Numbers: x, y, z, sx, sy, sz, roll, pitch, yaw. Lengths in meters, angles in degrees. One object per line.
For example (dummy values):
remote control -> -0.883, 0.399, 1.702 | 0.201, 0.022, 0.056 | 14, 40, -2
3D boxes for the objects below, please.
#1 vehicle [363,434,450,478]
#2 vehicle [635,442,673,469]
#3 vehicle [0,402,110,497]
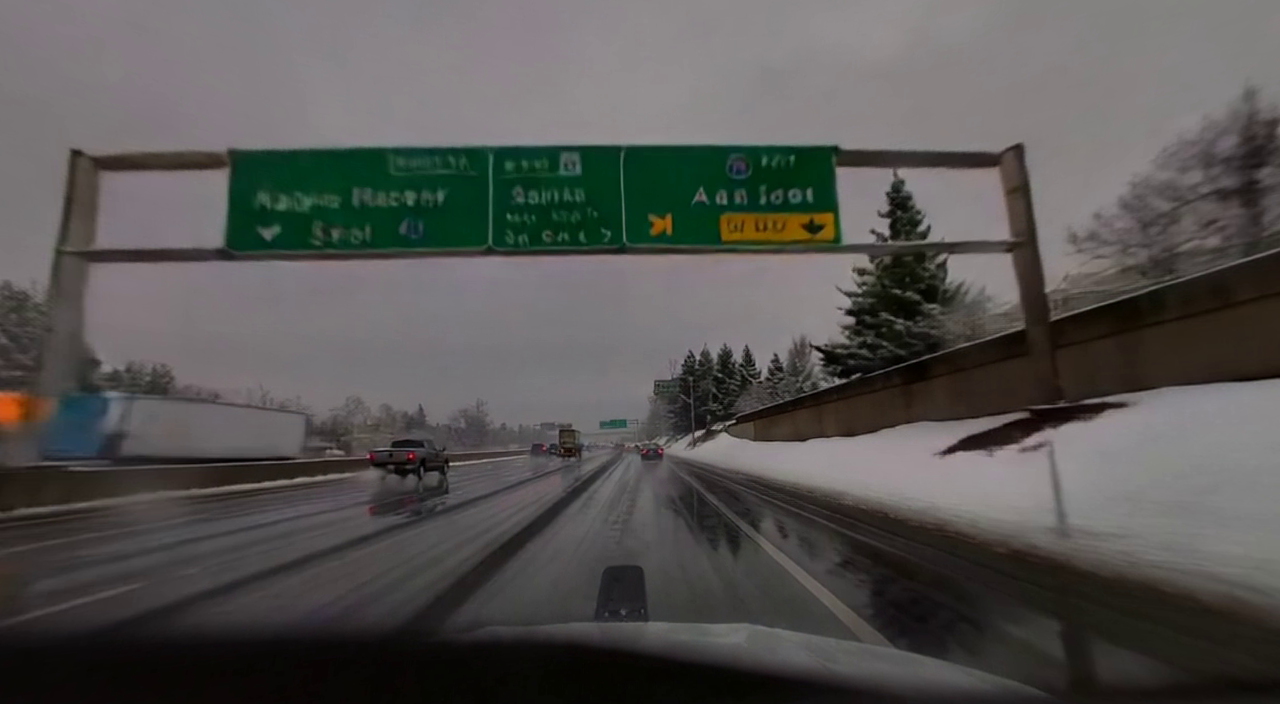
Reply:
vehicle -> -10.567, 4.725, 29.037 | 2.246, 1.812, 4.740 | 0, -8, -1
vehicle -> 0.812, 6.117, 37.454 | 2.137, 1.461, 3.999 | -1, -8, 1
vehicle -> -17.743, 2.562, 16.538 | 2.447, 2.421, 6.020 | 0, -8, -1
